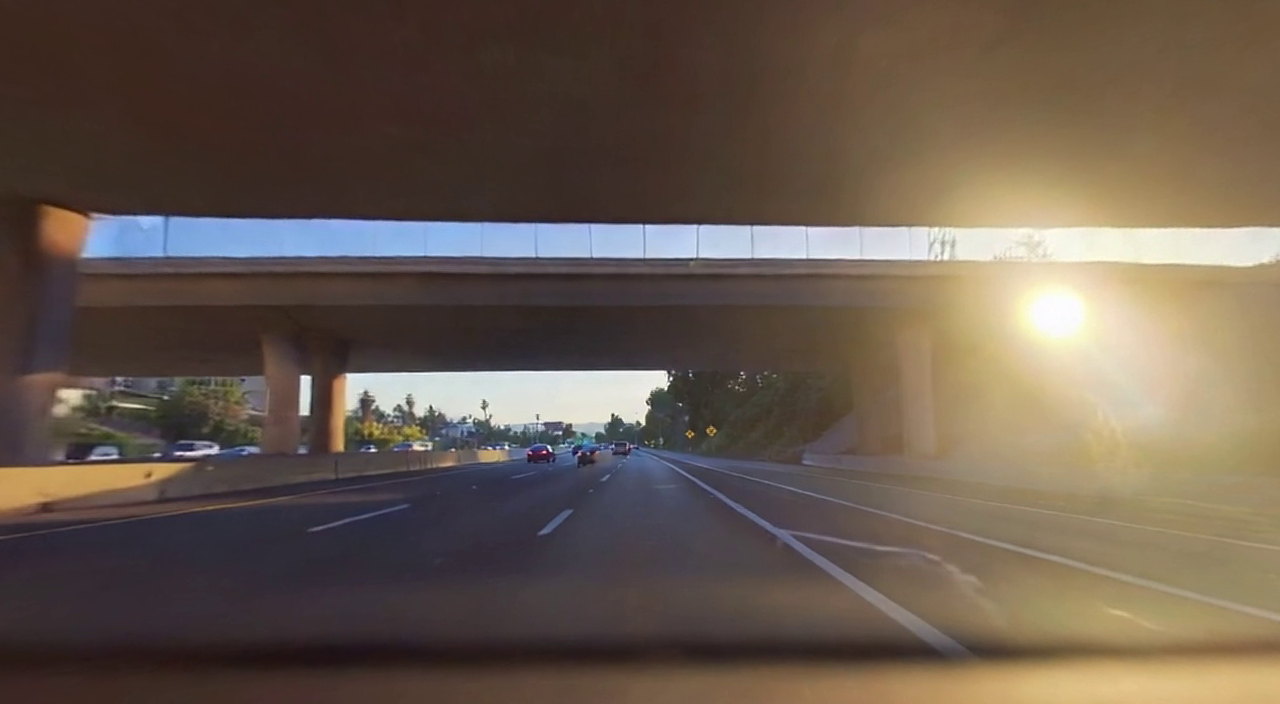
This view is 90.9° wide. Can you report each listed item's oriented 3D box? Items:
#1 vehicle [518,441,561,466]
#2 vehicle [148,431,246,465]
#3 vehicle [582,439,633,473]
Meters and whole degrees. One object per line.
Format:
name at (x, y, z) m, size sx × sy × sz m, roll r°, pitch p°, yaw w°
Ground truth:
vehicle at (-6.625, 6.771, 42.184) m, size 2.069 × 1.551 × 4.830 m, roll 0°, pitch -8°, yaw 1°
vehicle at (-24.147, 5.251, 34.639) m, size 1.899 × 1.729 × 4.753 m, roll 0°, pitch -8°, yaw 0°
vehicle at (-1.613, 5.450, 33.281) m, size 2.210 × 1.628 × 4.586 m, roll -1°, pitch -8°, yaw 3°
